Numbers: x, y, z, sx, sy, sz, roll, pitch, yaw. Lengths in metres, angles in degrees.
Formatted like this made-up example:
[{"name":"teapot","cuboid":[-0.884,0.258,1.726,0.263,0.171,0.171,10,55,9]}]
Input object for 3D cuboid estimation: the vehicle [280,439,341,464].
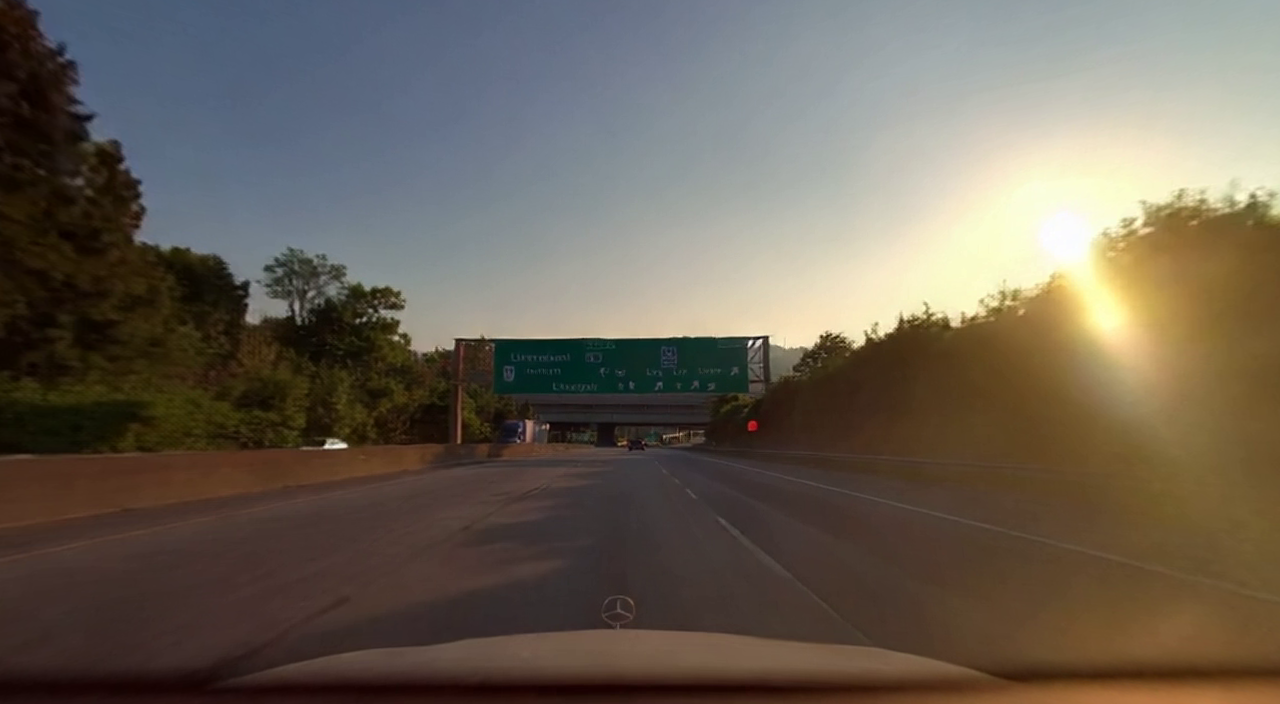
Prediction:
[{"name":"vehicle","cuboid":[-21.332,6.430,40.951,1.862,1.476,3.886,0,-7,0]}]
